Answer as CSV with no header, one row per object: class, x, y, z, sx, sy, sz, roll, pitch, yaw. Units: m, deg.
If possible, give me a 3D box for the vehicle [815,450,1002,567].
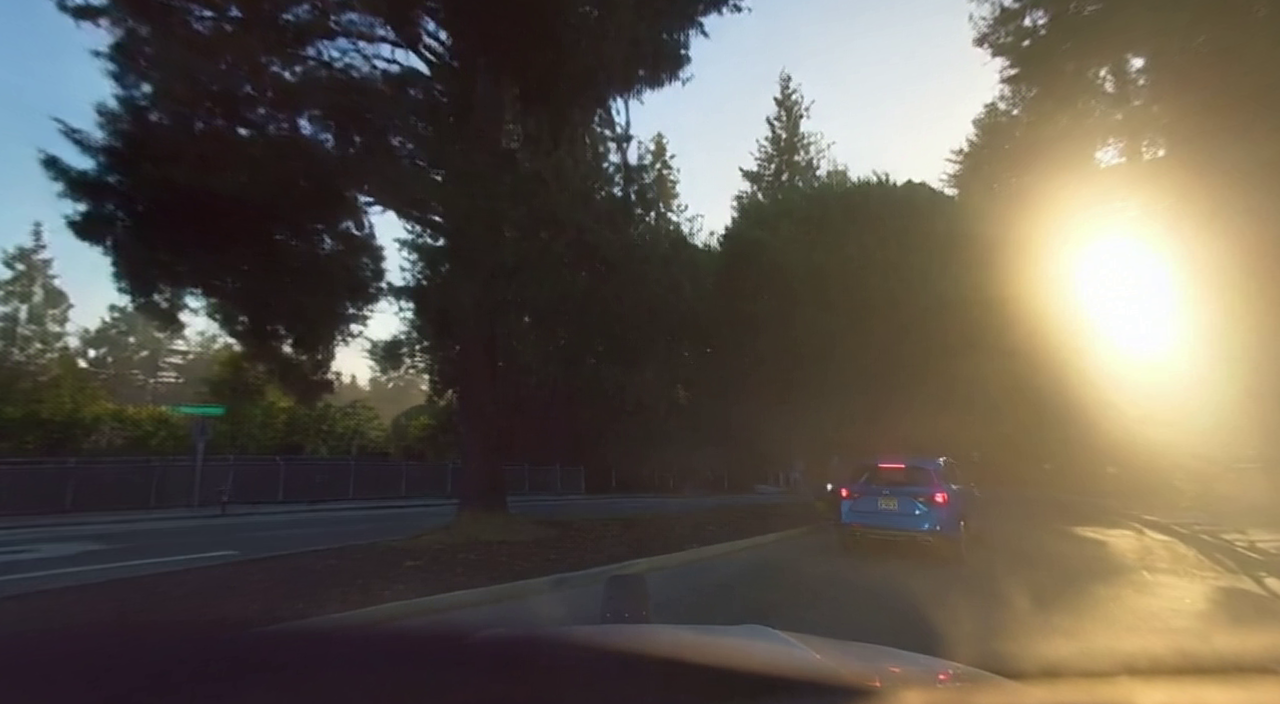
vehicle,4.750,2.463,10.803,2.148,1.521,4.089,-6,-10,33
